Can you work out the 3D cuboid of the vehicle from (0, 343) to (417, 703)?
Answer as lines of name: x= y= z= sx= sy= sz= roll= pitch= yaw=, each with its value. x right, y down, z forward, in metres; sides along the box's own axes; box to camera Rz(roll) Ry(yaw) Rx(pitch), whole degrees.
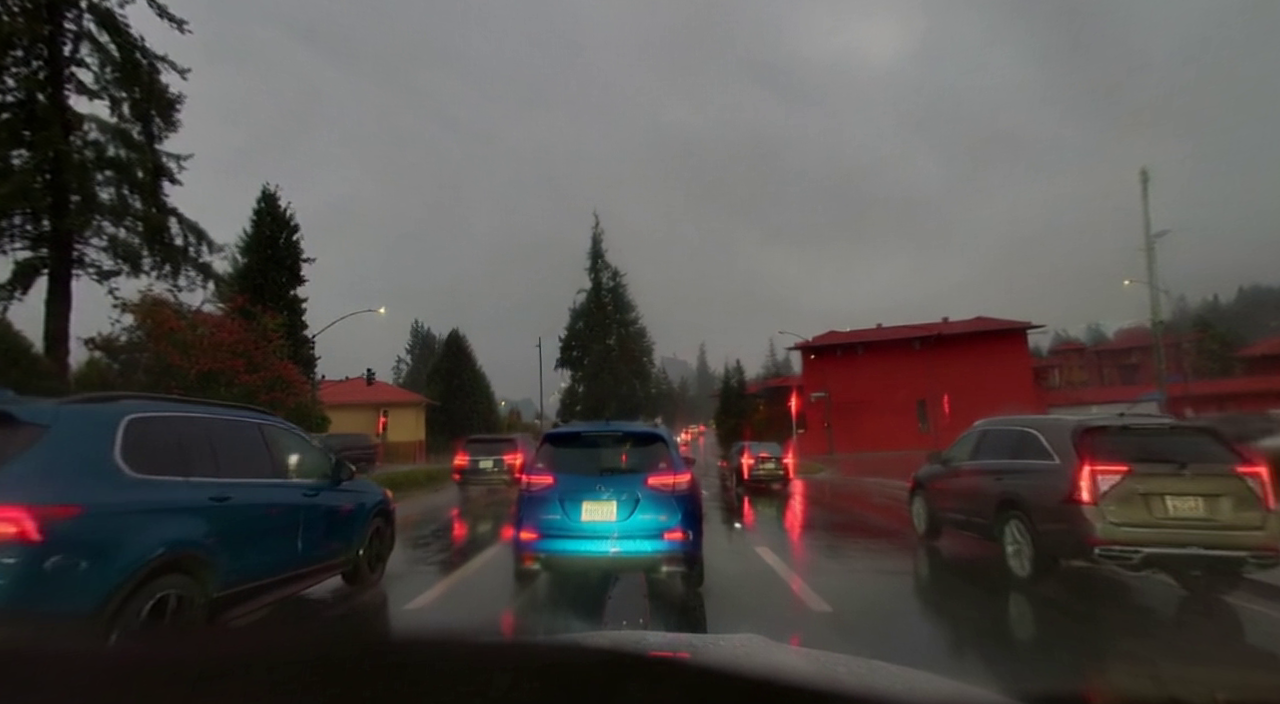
vehicle: x=-3.472 y=1.155 z=4.521 sx=2.047 sy=1.741 sz=4.470 roll=0 pitch=-8 yaw=1

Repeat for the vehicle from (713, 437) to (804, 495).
vehicle: x=3.438 y=3.377 z=19.025 sx=1.847 sy=1.554 sz=3.885 roll=0 pitch=-8 yaw=-2

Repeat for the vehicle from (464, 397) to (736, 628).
vehicle: x=-0.229 y=1.496 z=6.815 sx=2.022 sy=1.700 sz=4.084 roll=0 pitch=-8 yaw=2

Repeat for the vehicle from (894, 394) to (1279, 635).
vehicle: x=4.541 y=1.517 z=6.927 sx=2.014 sy=1.740 sz=4.515 roll=-1 pitch=-9 yaw=6
